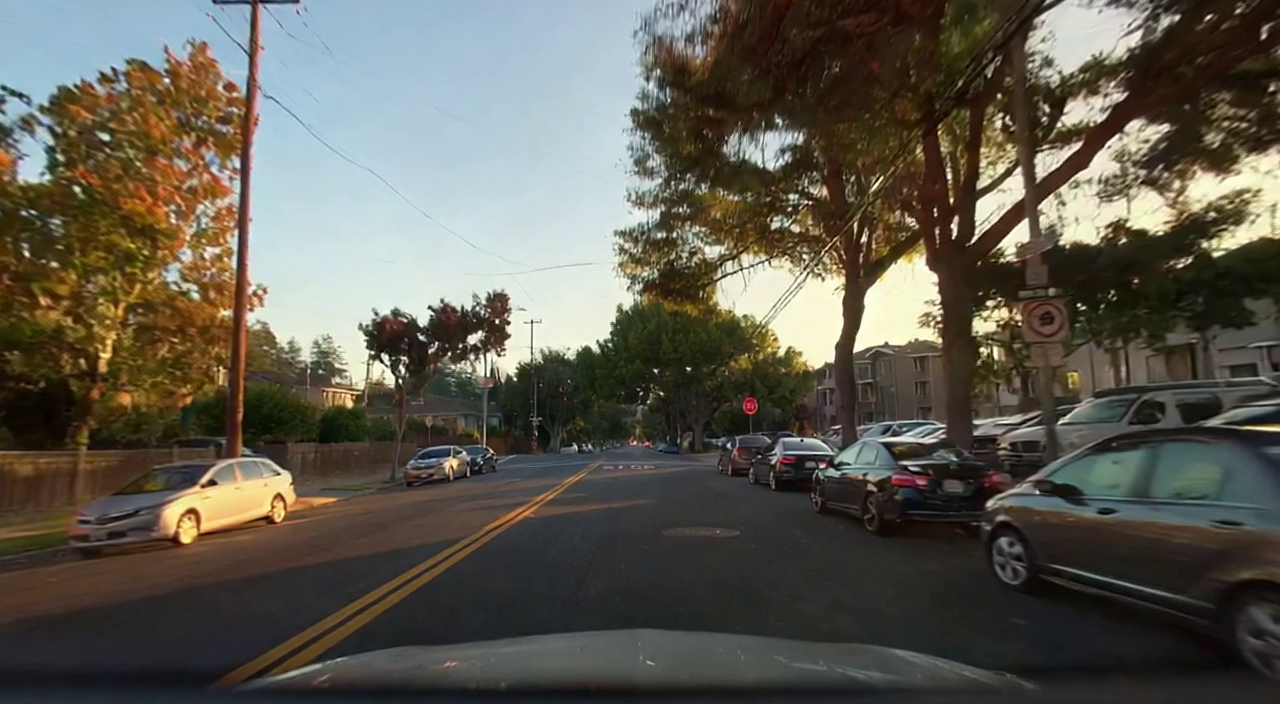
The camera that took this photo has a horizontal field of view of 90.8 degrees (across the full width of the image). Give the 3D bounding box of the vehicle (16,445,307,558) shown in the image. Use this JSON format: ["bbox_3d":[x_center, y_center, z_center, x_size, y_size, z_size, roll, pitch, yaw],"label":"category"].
[{"bbox_3d":[-7.876,2.432,11.021,1.962,1.568,3.939,0,-8,0],"label":"vehicle"}]

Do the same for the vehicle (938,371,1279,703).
[{"bbox_3d":[4.127,1.160,4.502,1.918,1.713,4.275,0,-8,0],"label":"vehicle"}]

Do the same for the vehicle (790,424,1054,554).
[{"bbox_3d":[4.034,2.026,10.117,2.133,1.586,4.498,0,-8,0],"label":"vehicle"}]

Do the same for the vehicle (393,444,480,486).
[{"bbox_3d":[-7.918,4.418,25.105,1.904,1.488,4.600,0,-8,0],"label":"vehicle"}]
